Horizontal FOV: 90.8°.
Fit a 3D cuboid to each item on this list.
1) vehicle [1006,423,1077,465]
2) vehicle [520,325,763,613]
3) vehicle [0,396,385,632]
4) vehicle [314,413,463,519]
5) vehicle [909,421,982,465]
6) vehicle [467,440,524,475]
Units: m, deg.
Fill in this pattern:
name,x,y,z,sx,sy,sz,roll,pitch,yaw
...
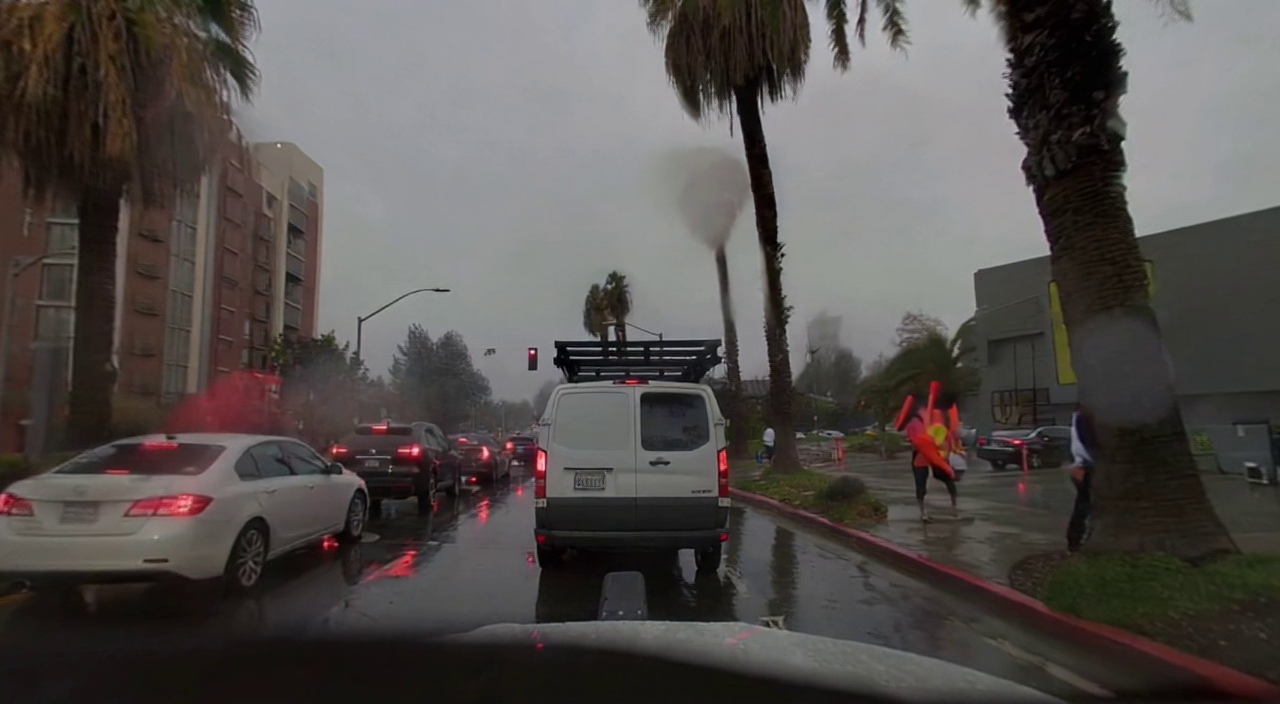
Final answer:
name,x,y,z,sx,sy,sz,roll,pitch,yaw
vehicle,15.775,3.620,24.730,2.048,1.475,3.972,-6,-10,34
vehicle,-0.192,1.222,7.179,1.902,2.238,4.263,1,-9,-6
vehicle,-4.399,1.464,6.670,1.986,1.643,4.315,1,-9,-6
vehicle,-5.202,2.413,13.882,2.089,1.854,5.022,2,-9,-11
vehicle,12.649,3.766,26.037,2.046,1.675,3.924,-6,-10,33
vehicle,-6.835,4.896,29.574,1.818,1.479,4.428,4,-9,-22
